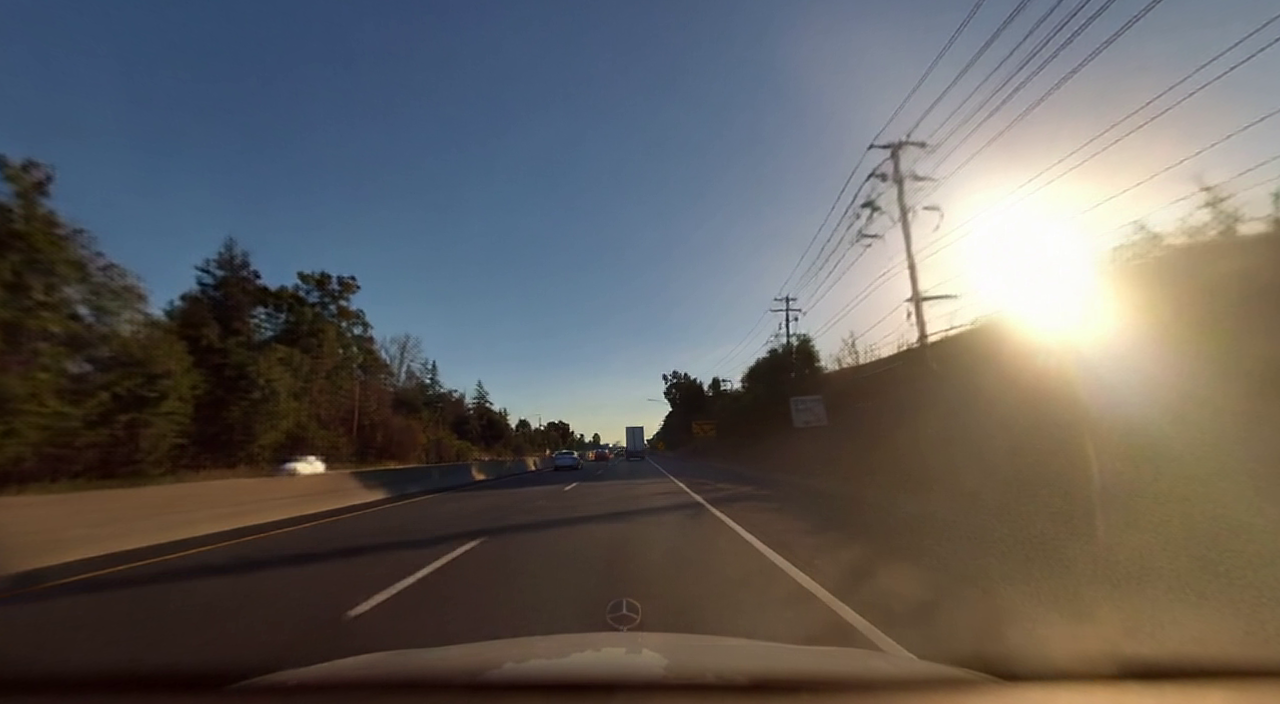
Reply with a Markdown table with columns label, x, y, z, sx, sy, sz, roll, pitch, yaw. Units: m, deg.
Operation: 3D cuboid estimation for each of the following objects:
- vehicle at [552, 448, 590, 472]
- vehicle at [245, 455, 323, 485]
| label | x | y | z | sx | sy | sz | roll | pitch | yaw |
| --- | --- | --- | --- | --- | --- | --- | --- | --- | --- |
| vehicle | -4.471 | 7.084 | 41.541 | 2.106 | 1.445 | 4.404 | 0 | -9 | -1 |
| vehicle | -18.197 | 6.026 | 32.450 | 1.811 | 1.460 | 3.662 | 0 | -9 | 0 |
